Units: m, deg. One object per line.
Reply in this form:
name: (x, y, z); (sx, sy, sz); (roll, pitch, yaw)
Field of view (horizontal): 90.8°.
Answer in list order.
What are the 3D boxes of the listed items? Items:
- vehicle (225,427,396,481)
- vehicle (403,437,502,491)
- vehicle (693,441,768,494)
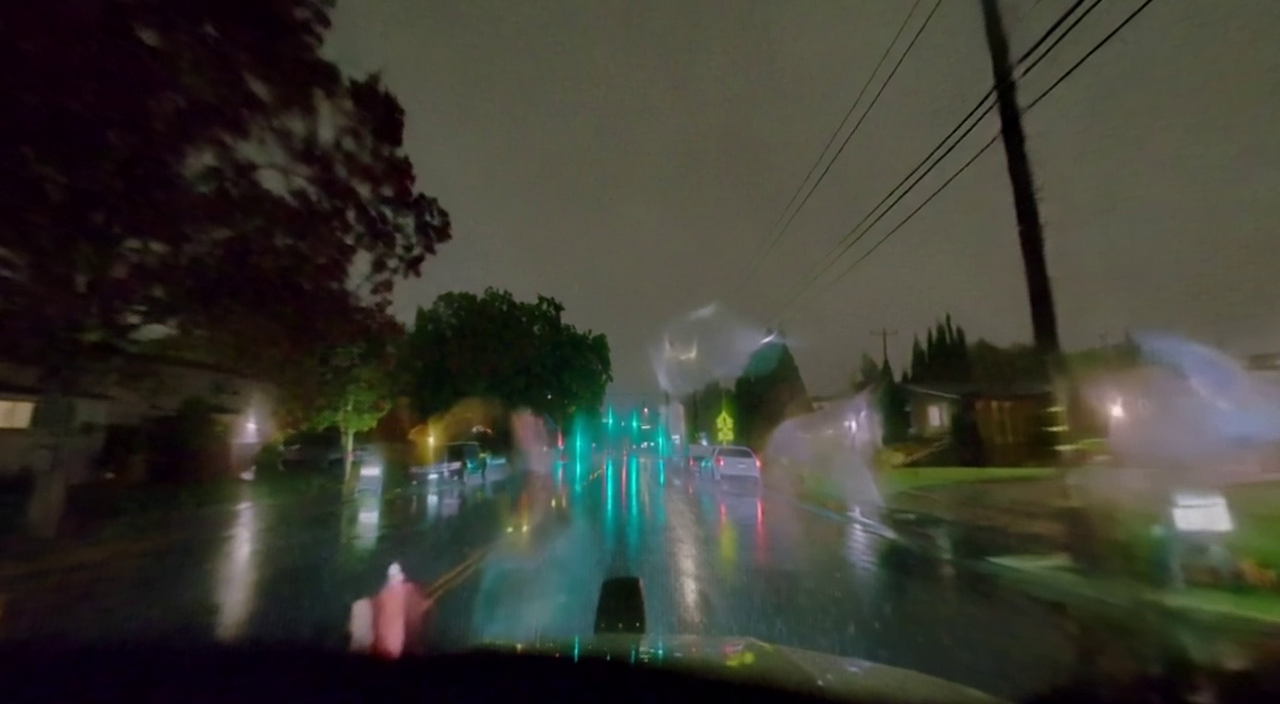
vehicle: (-15.308, 4.777, 29.727); (6.526, 2.046, 2.522); (3, -8, -2)
vehicle: (-7.230, 4.406, 25.049); (2.266, 1.877, 5.167); (-1, -10, 1)
vehicle: (3.076, 4.014, 22.344); (1.896, 1.602, 4.571); (1, -9, -1)
